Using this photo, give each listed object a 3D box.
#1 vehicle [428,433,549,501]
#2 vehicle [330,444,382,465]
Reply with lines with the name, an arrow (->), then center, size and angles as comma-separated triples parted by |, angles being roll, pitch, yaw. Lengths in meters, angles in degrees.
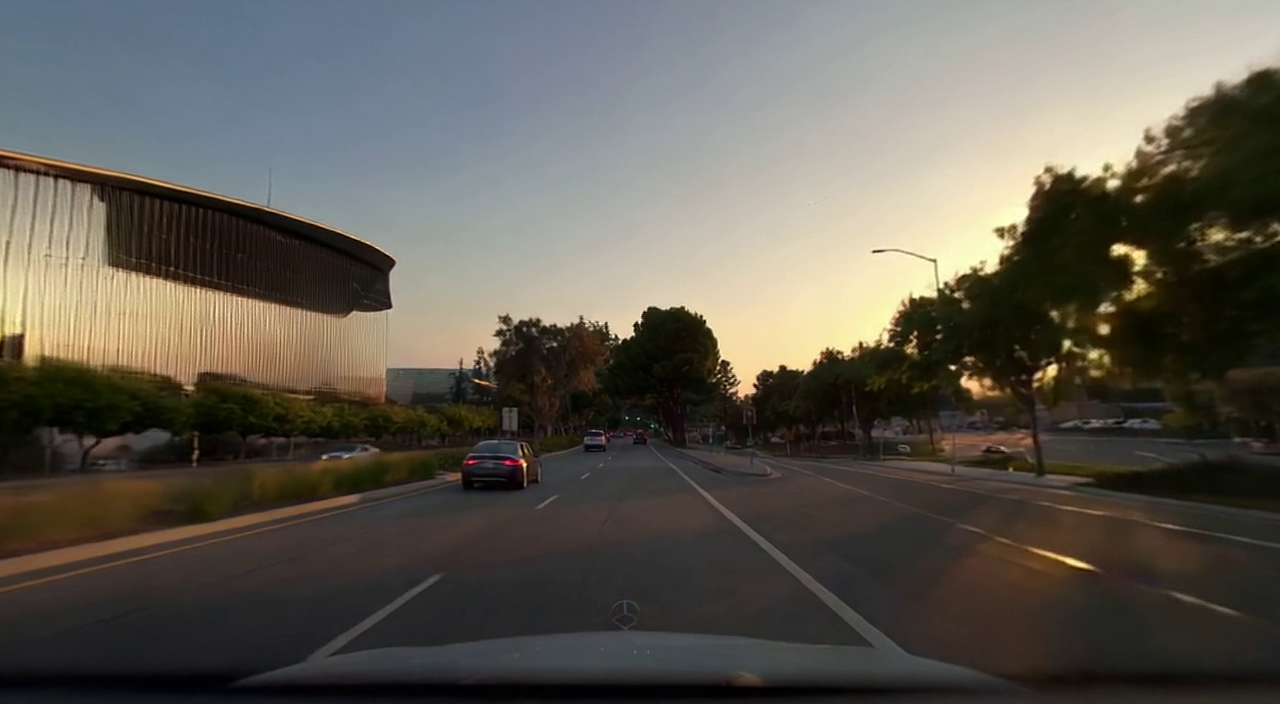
vehicle -> -3.747, 2.943, 16.627 | 1.984, 1.521, 4.682 | 0, -8, 1
vehicle -> -19.568, 7.083, 43.684 | 1.743, 1.374, 3.875 | 0, -8, 0
